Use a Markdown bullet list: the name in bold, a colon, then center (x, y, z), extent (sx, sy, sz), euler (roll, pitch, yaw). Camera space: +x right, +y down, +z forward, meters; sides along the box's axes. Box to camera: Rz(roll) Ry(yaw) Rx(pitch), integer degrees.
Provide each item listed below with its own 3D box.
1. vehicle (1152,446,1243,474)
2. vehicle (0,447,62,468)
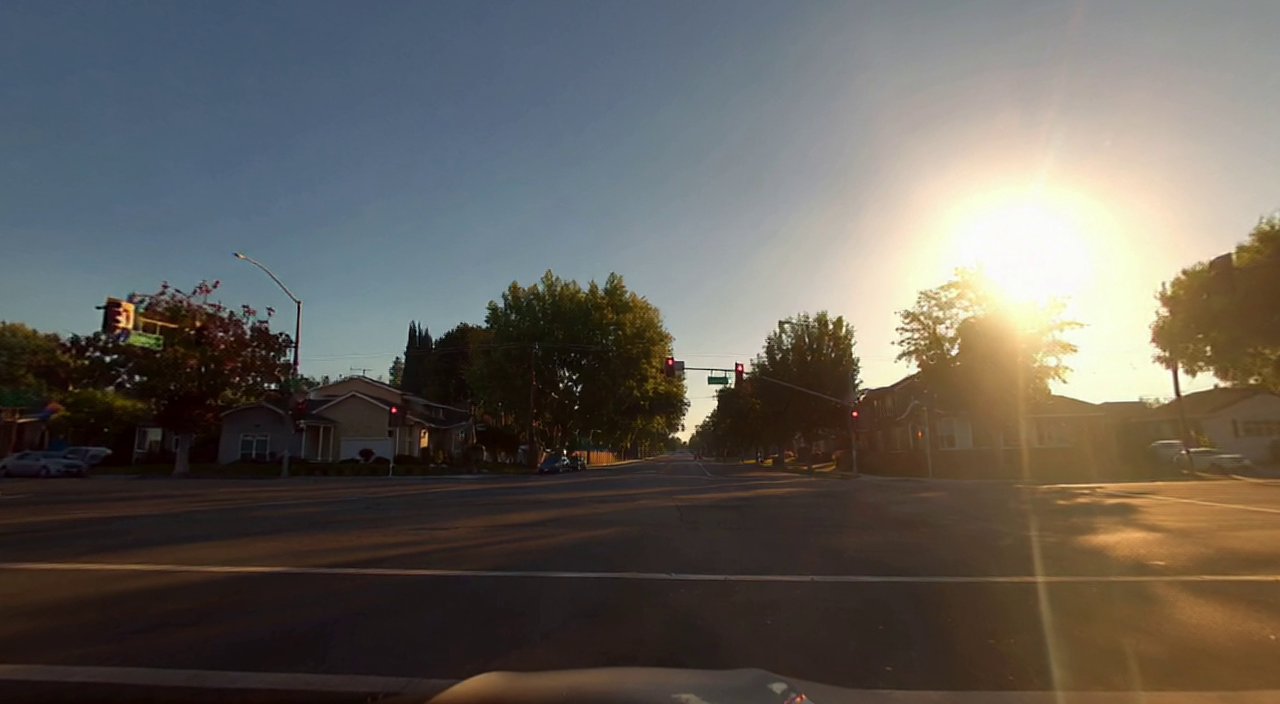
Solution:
- **vehicle**: center (36.767, 7.138, 41.839), extent (1.853, 1.723, 4.460), euler (0, -9, 0)
- **vehicle**: center (-44.302, 7.549, 45.307), extent (3.949, 1.422, 1.744), euler (0, -9, 1)
